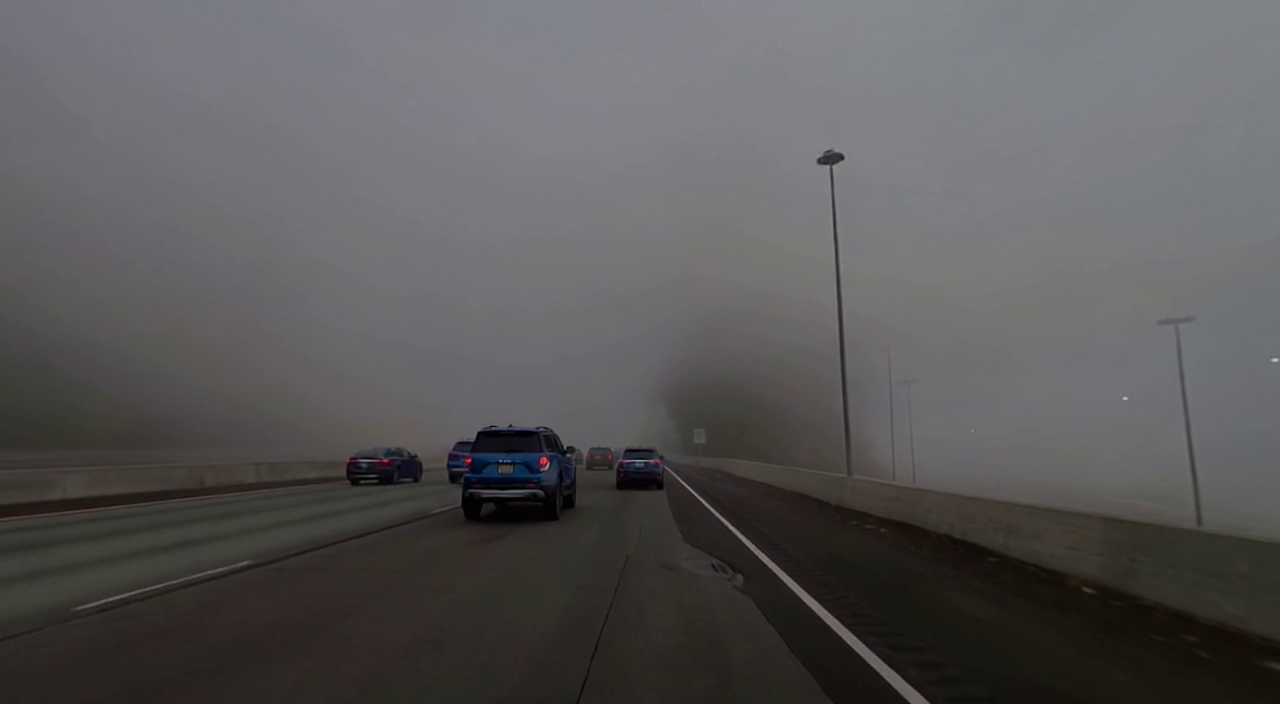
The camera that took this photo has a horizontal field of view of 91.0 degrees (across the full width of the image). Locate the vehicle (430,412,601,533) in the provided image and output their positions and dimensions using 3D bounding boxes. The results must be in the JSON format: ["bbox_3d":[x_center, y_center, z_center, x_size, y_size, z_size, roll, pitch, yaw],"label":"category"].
[{"bbox_3d":[-1.997,2.114,11.546,2.123,1.798,4.108,0,-9,2],"label":"vehicle"}]

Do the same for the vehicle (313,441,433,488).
[{"bbox_3d":[-9.316,3.946,22.487,2.126,1.480,4.589,0,-9,3],"label":"vehicle"}]

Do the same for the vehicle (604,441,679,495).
[{"bbox_3d":[0.089,3.524,19.535,2.068,1.488,4.045,0,-9,1],"label":"vehicle"}]
